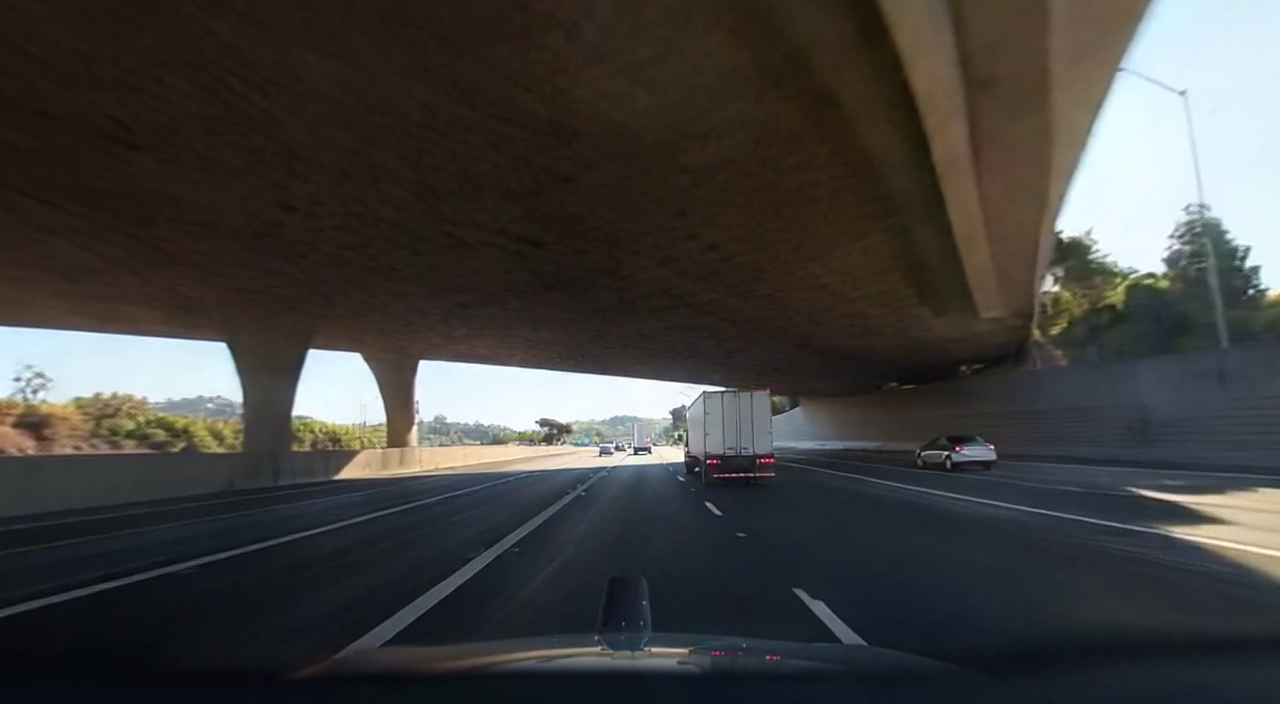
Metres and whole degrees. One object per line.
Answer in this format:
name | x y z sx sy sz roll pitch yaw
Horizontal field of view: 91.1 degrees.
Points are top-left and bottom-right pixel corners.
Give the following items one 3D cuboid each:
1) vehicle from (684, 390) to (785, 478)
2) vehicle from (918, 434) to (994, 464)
vehicle | 4.021 3.951 29.629 3.049 3.395 10.595 0 -8 0
vehicle | 17.615 5.468 35.265 2.021 1.549 4.322 1 -9 1
